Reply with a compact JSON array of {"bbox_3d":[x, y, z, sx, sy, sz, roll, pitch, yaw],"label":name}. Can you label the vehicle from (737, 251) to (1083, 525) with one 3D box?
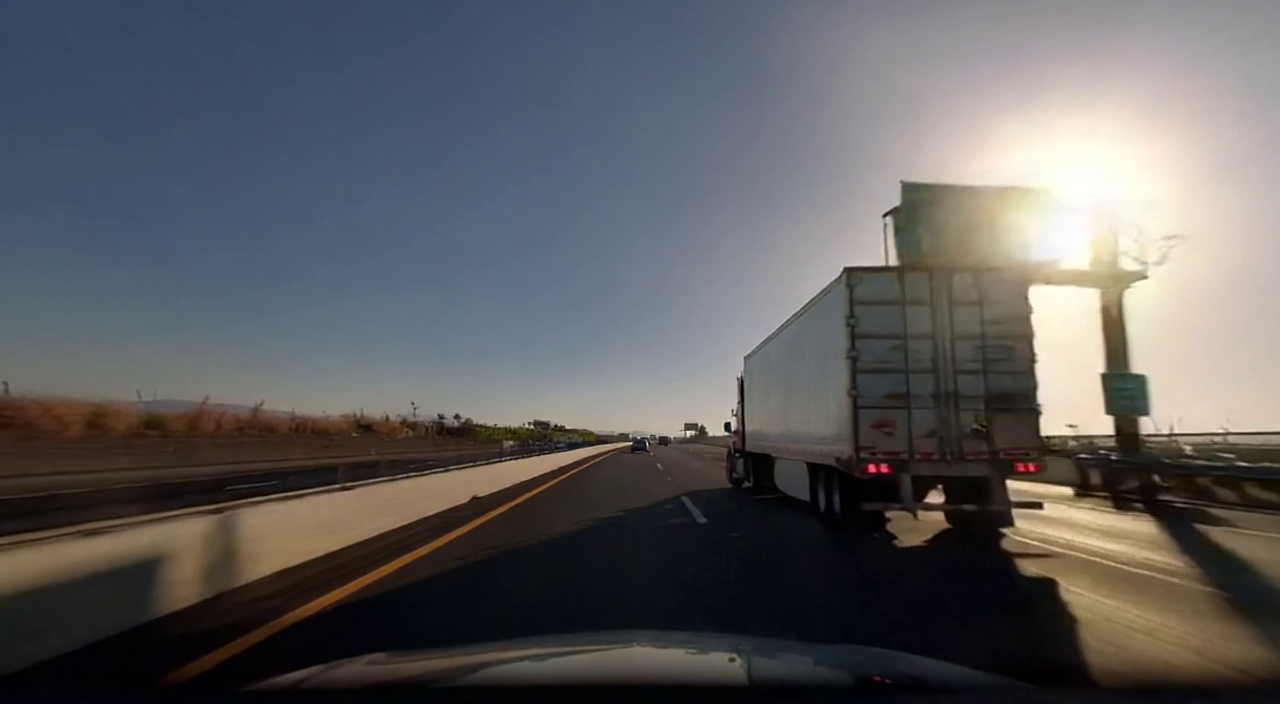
[{"bbox_3d":[4.963,1.384,16.034,2.966,4.072,13.408,0,-8,0],"label":"vehicle"}]
